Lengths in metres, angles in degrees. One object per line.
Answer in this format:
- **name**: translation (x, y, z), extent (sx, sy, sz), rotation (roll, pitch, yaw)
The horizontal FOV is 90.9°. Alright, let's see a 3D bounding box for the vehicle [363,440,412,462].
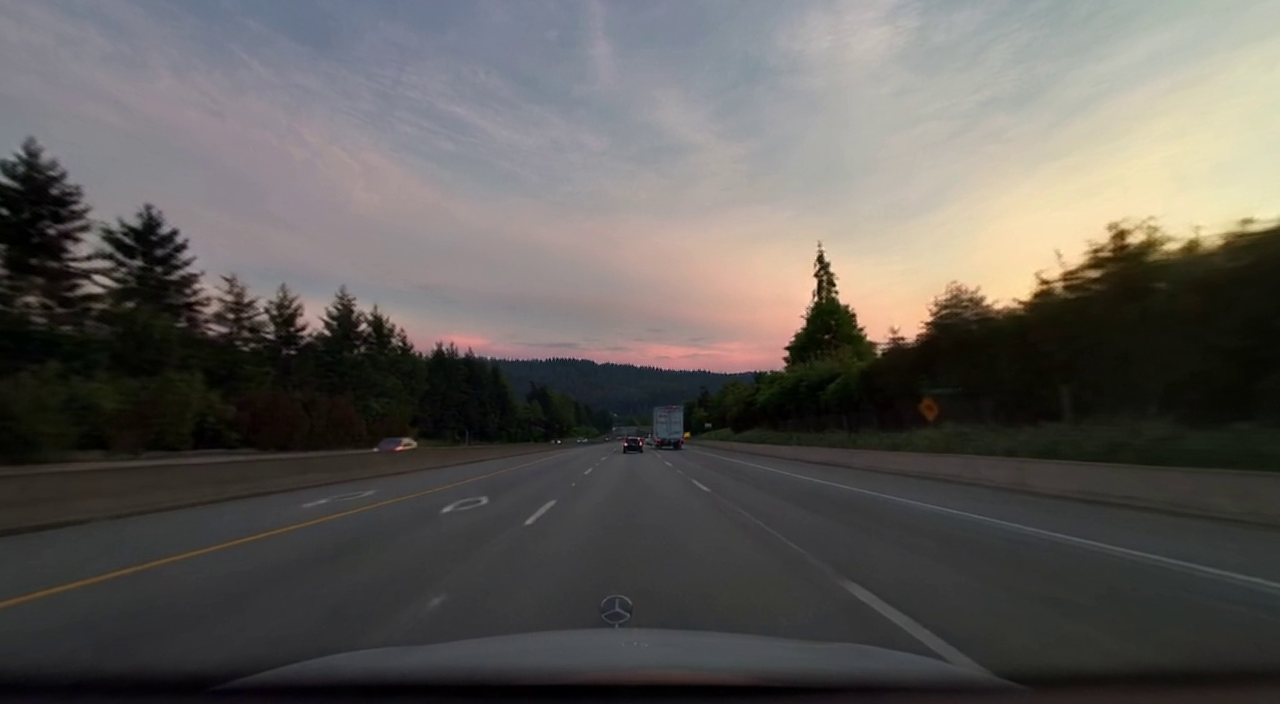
- **vehicle**: translation (-17.248, 6.758, 43.263), extent (1.719, 1.428, 3.944), rotation (0, -8, -1)
